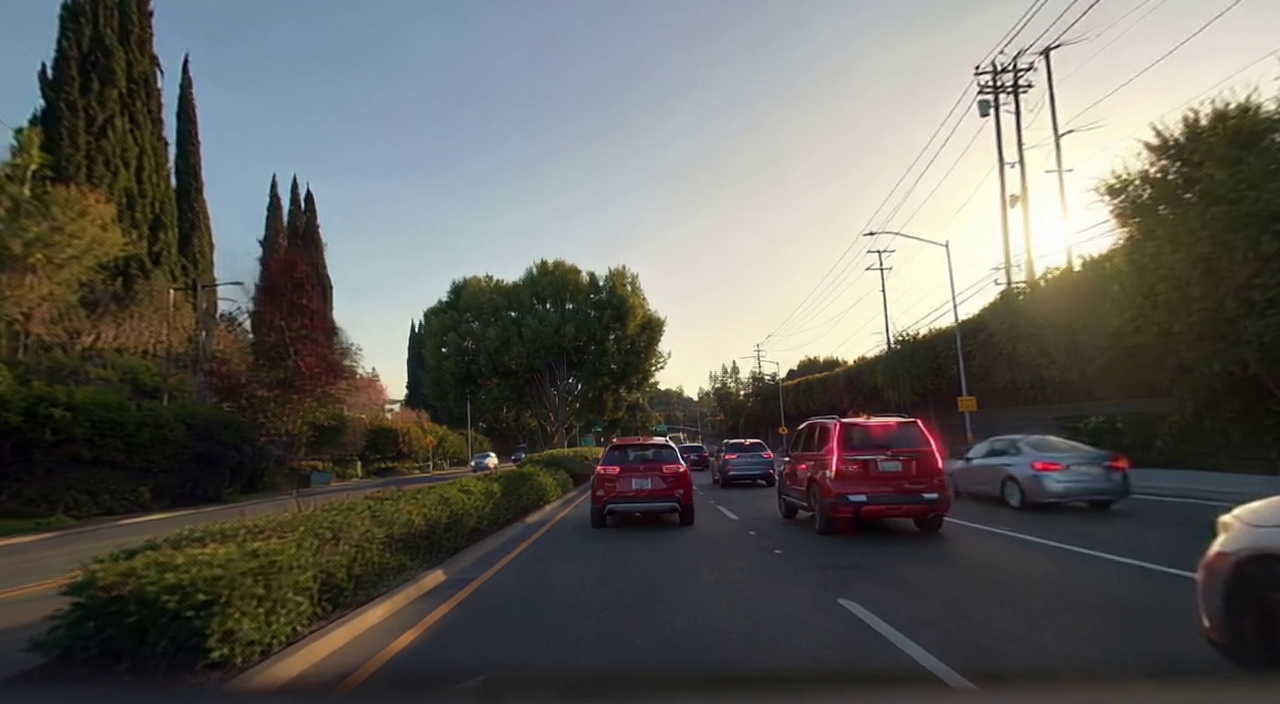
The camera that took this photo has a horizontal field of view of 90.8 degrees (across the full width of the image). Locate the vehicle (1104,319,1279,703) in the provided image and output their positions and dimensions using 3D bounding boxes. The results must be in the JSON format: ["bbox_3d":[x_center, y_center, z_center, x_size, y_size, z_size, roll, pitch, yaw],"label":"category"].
[{"bbox_3d":[3.524,0.542,1.219,2.001,1.707,4.250,0,-8,0],"label":"vehicle"}]

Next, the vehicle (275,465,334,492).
[{"bbox_3d":[-22.613,8.504,42.734,1.847,1.554,3.926,0,-8,0],"label":"vehicle"}]

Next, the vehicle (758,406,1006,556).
[{"bbox_3d":[3.394,1.918,10.099,2.097,1.818,4.625,0,-8,0],"label":"vehicle"}]

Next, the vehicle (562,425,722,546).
[{"bbox_3d":[0.006,2.159,10.888,2.199,1.641,4.232,0,-8,-1],"label":"vehicle"}]
